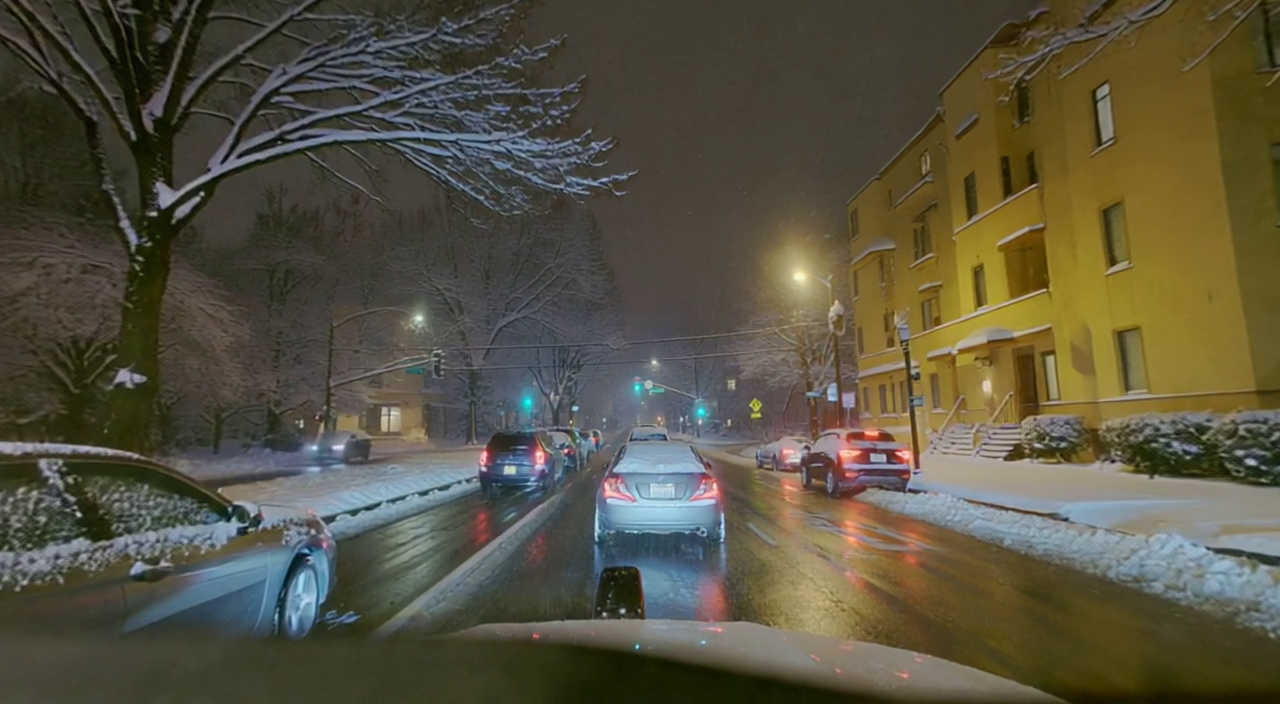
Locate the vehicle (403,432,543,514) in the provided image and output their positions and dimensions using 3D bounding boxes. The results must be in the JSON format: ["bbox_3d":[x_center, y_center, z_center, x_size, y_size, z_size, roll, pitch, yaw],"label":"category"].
[{"bbox_3d":[-3.501,2.622,14.231,1.901,1.522,4.556,0,-9,0],"label":"vehicle"}]

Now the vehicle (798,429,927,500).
[{"bbox_3d":[6.347,3.248,18.697,2.025,1.808,4.579,0,-9,-2],"label":"vehicle"}]

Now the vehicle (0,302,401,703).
[{"bbox_3d":[-3.268,0.929,3.394,2.152,1.802,4.628,0,-9,0],"label":"vehicle"}]

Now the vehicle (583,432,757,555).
[{"bbox_3d":[0.269,1.992,9.580,2.095,1.438,3.843,0,-9,-3],"label":"vehicle"}]
